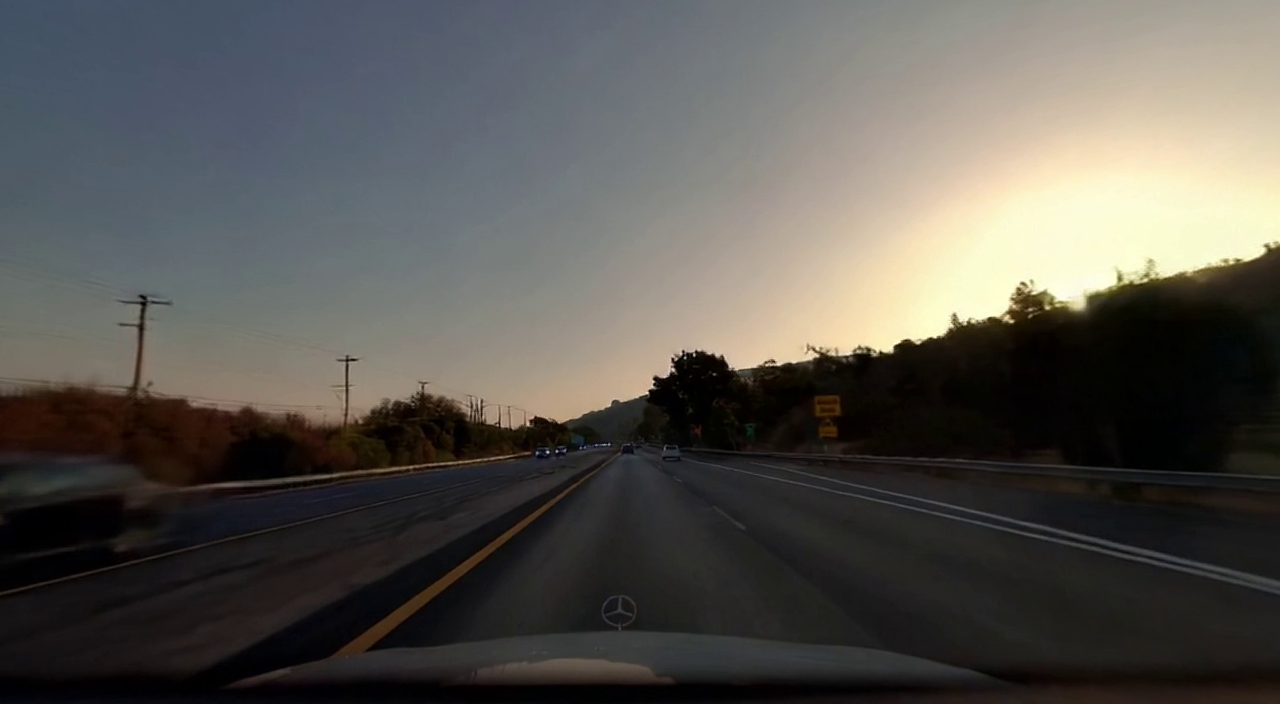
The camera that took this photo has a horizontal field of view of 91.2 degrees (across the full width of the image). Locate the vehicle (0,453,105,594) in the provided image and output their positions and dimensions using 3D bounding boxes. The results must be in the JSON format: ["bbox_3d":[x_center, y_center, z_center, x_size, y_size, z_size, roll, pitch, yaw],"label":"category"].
[{"bbox_3d":[-8.260,1.847,6.318,1.961,1.587,4.391,0,-9,-3],"label":"vehicle"}]
